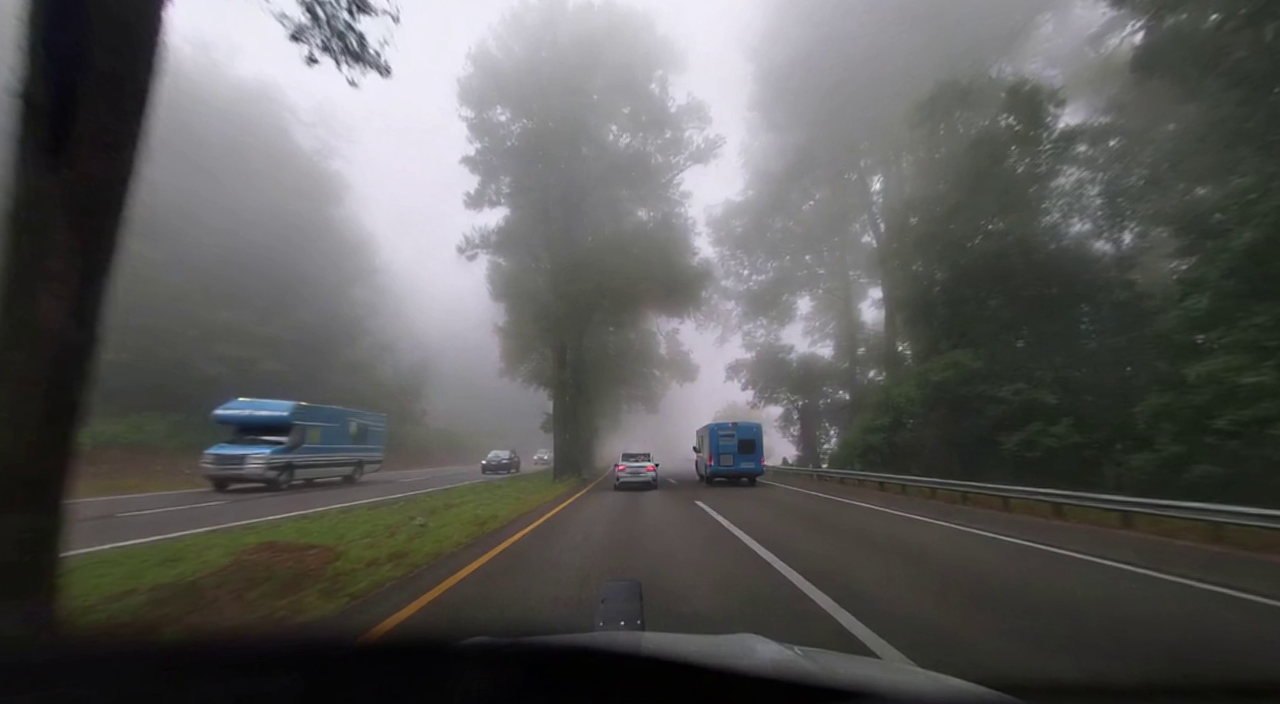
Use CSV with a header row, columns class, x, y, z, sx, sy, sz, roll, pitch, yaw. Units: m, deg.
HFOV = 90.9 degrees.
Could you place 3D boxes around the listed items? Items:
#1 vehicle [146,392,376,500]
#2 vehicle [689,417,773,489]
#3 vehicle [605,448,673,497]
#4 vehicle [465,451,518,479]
class,x,y,z,sx,sy,sz,roll,pitch,yaw
vehicle,-11.711,3.098,20.667,2.810,2.856,7.582,0,-9,0
vehicle,3.637,4.237,26.588,2.513,2.633,5.930,0,-9,-1
vehicle,-0.033,3.938,20.956,2.037,1.417,3.885,0,-9,0
vehicle,-7.443,5.683,31.947,1.719,1.342,3.683,-1,-9,1
